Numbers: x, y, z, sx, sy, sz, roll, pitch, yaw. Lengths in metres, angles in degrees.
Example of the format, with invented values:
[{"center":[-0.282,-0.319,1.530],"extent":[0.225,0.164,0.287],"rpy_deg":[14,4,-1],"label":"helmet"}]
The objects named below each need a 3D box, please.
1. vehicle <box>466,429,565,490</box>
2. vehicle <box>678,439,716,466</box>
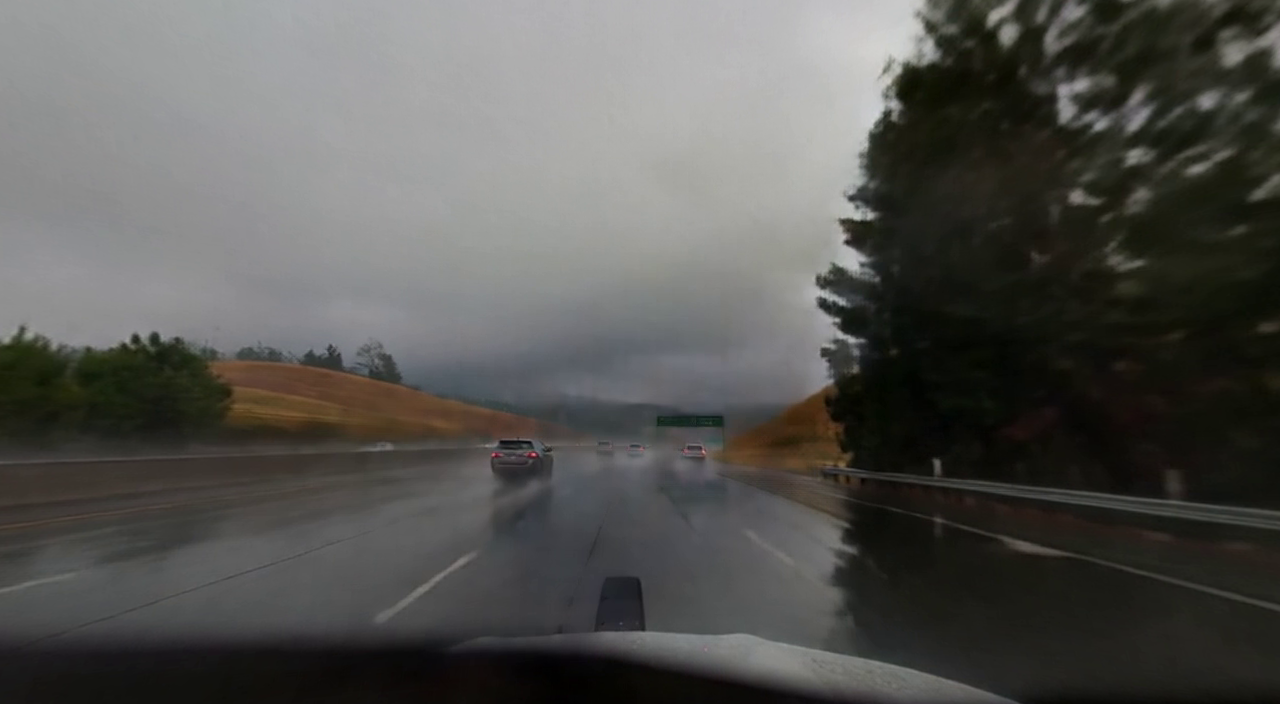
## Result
[{"center":[-3.743,3.341,19.962],"extent":[2.166,1.700,4.661],"rpy_deg":[0,-8,0],"label":"vehicle"},{"center":[3.971,7.117,45.013],"extent":[2.164,1.788,4.500],"rpy_deg":[0,-8,-1],"label":"vehicle"}]
